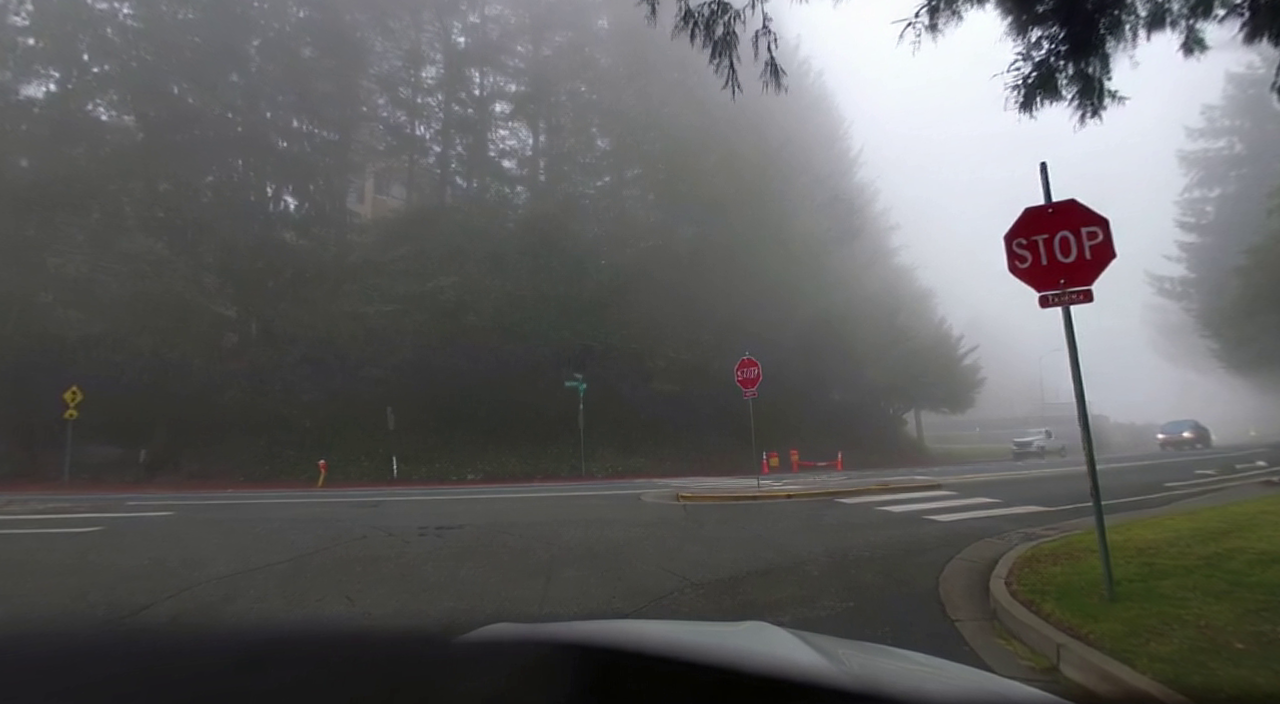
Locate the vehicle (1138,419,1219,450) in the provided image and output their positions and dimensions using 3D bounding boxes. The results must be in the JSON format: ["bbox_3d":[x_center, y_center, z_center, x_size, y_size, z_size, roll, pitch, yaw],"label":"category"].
[{"bbox_3d":[27.743,4.291,32.411,4.473,1.474,2.108,6,-10,-37],"label":"vehicle"}]
